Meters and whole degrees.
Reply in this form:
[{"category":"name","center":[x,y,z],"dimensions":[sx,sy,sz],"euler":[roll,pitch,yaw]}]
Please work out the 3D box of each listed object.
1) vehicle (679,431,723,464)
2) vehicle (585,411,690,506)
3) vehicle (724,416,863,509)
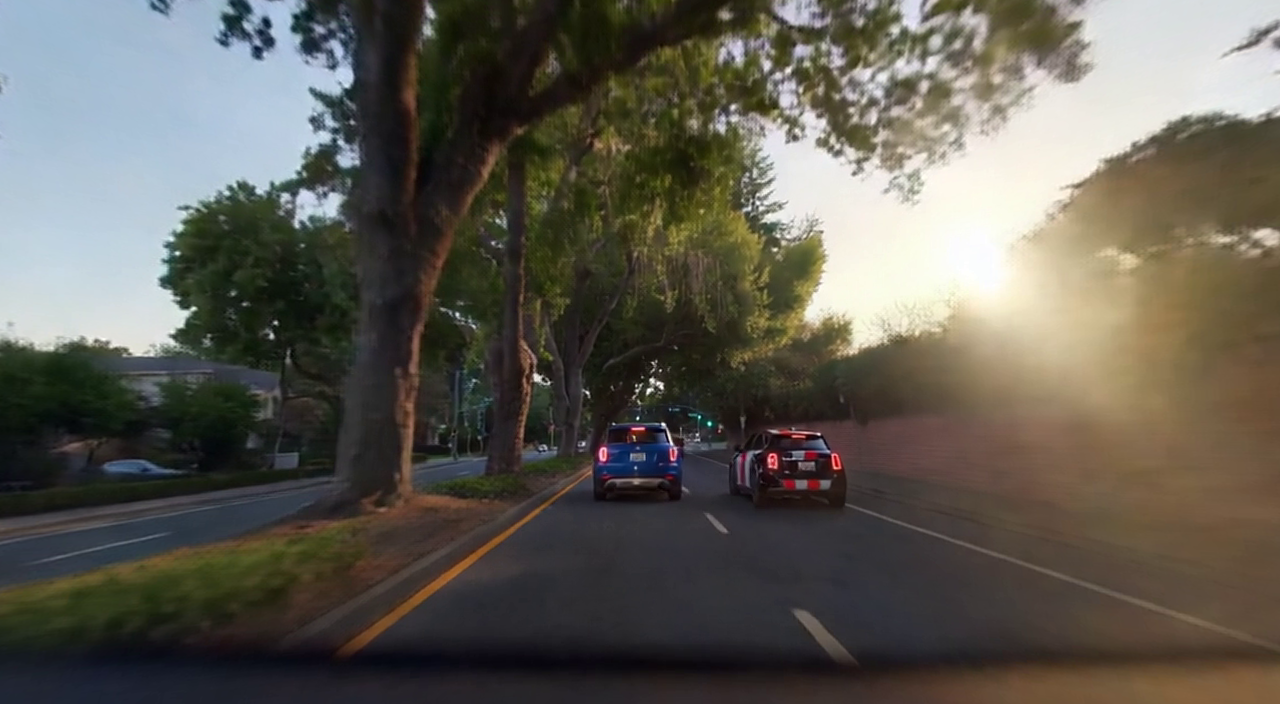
[{"category":"vehicle","center":[3.136,5.016,33.049],"dimensions":[1.863,1.610,3.726],"euler":[0,-8,-1]},{"category":"vehicle","center":[-0.091,2.248,13.532],"dimensions":[1.984,1.777,3.148],"euler":[0,-8,-2]},{"category":"vehicle","center":[3.120,2.347,13.750],"dimensions":[1.840,1.709,4.202],"euler":[0,-8,-2]}]
